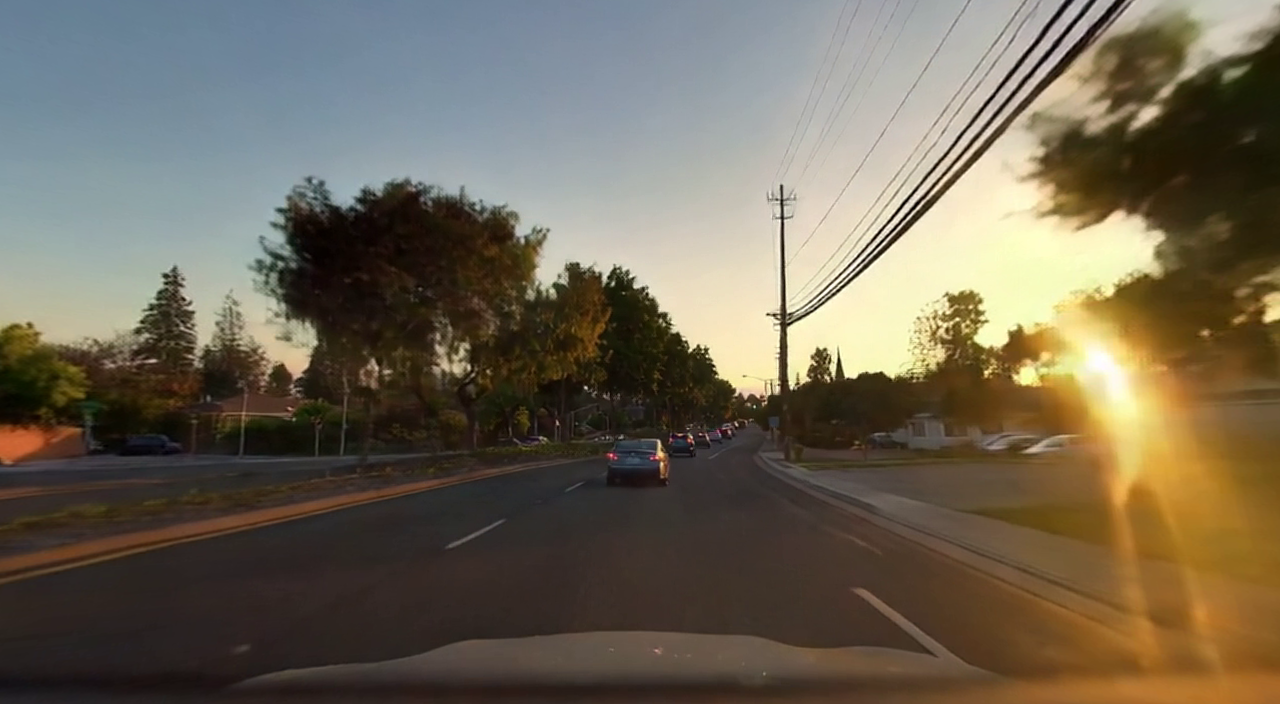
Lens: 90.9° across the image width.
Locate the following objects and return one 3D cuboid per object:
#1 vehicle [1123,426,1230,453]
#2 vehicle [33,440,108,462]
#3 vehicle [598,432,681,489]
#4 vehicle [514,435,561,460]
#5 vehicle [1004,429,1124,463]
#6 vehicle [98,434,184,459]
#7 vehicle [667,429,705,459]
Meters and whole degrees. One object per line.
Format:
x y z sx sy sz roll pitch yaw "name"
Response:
33.975 5.545 40.029 4.689 1.603 1.929 -3 -7 11 "vehicle"
-42.620 7.372 47.278 1.767 1.469 3.933 -3 -7 4 "vehicle"
0.106 3.172 18.771 2.117 1.474 4.036 -1 -8 5 "vehicle"
-6.456 6.084 40.284 1.983 1.485 4.159 -1 -8 5 "vehicle"
21.721 4.825 32.456 4.674 1.500 1.889 1 -9 8 "vehicle"
-36.418 6.910 46.184 1.866 1.739 4.941 -1 -8 5 "vehicle"
3.203 6.289 43.030 2.158 1.939 4.935 -1 -9 9 "vehicle"
